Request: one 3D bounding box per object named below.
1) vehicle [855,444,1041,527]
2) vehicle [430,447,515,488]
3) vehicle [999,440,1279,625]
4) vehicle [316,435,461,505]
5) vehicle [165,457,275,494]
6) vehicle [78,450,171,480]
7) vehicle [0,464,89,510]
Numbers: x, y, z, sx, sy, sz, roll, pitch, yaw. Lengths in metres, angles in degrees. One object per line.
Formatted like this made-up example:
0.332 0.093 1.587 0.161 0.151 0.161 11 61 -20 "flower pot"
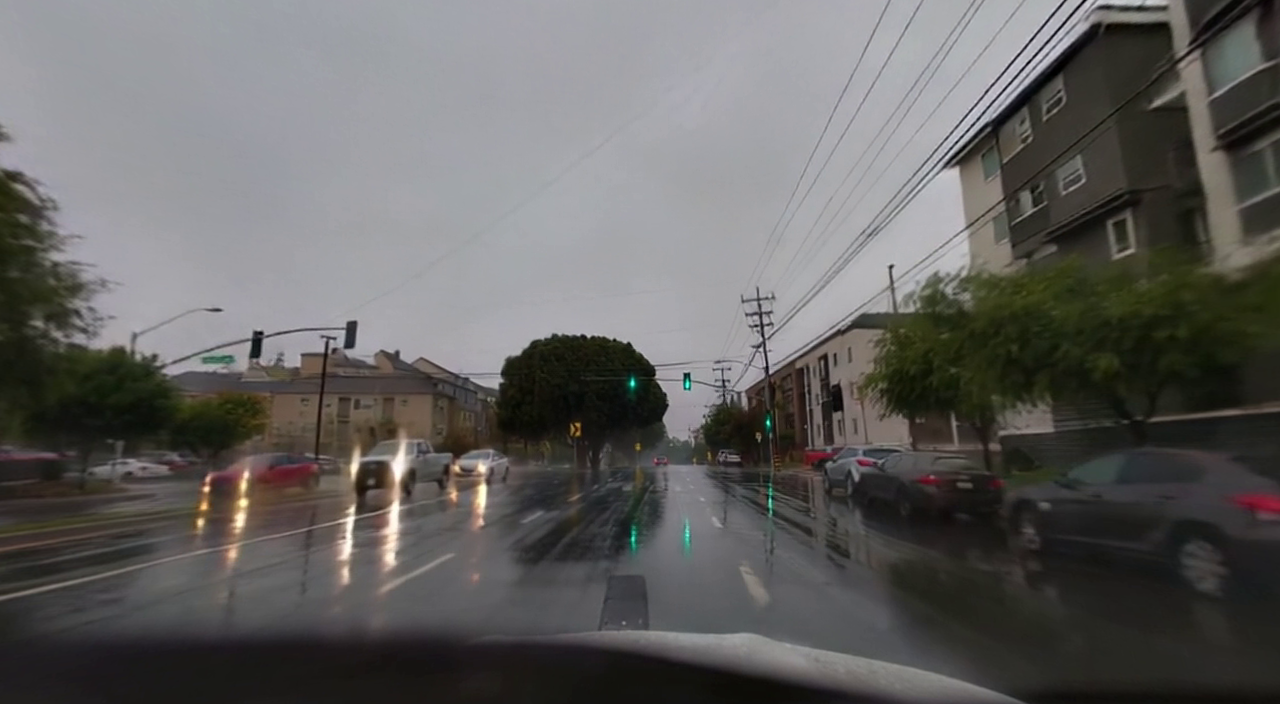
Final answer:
6.305 2.741 13.653 1.839 1.461 4.645 0 -8 2 "vehicle"
-6.650 4.594 25.588 1.953 1.471 4.744 -1 -8 3 "vehicle"
6.212 1.693 6.774 2.121 1.459 4.591 0 -8 2 "vehicle"
-7.194 3.399 18.745 2.074 1.794 4.832 -1 -8 3 "vehicle"
-19.298 5.675 29.259 1.895 1.452 4.483 -1 -8 3 "vehicle"
-31.121 6.850 38.136 4.296 1.502 1.823 -5 -11 8 "vehicle"
-22.897 4.854 22.767 1.846 1.489 4.409 -1 -8 3 "vehicle"
